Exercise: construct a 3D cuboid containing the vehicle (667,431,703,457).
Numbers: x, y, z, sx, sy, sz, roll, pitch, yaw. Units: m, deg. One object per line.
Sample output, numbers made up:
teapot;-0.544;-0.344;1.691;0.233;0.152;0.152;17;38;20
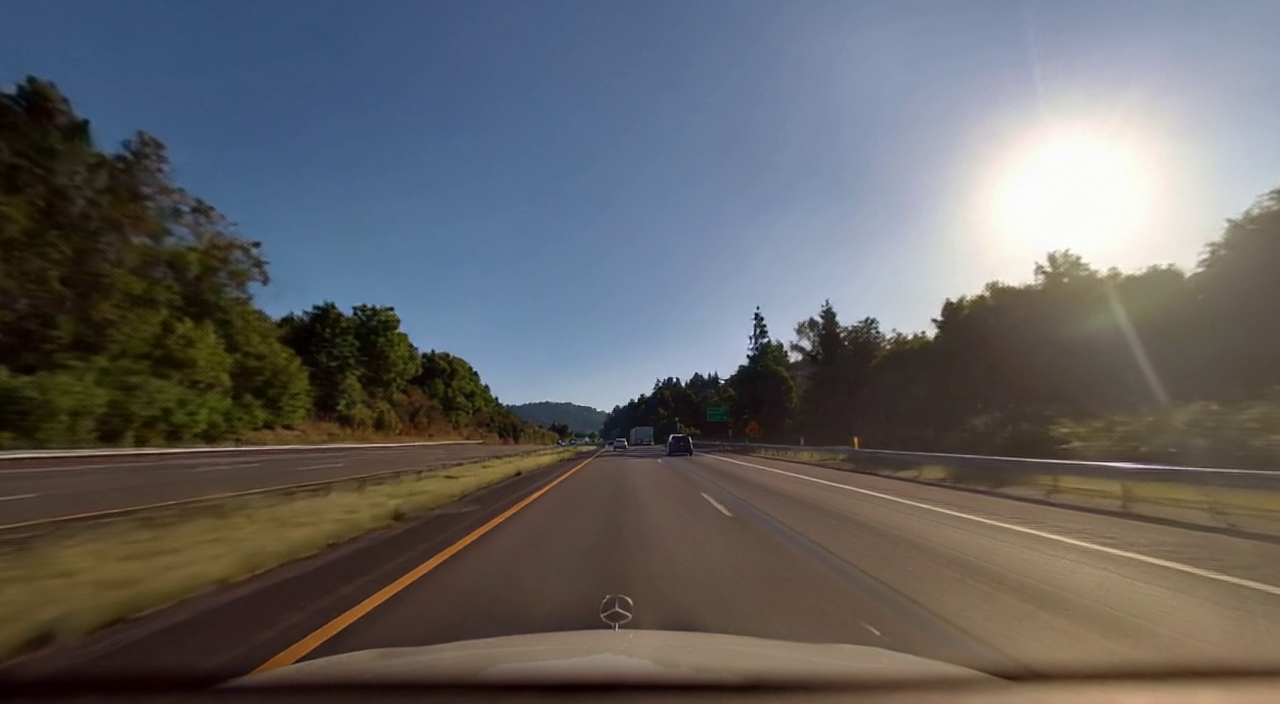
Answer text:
vehicle;3.093;6.450;44.345;2.085;1.681;4.436;0;-7;-2
